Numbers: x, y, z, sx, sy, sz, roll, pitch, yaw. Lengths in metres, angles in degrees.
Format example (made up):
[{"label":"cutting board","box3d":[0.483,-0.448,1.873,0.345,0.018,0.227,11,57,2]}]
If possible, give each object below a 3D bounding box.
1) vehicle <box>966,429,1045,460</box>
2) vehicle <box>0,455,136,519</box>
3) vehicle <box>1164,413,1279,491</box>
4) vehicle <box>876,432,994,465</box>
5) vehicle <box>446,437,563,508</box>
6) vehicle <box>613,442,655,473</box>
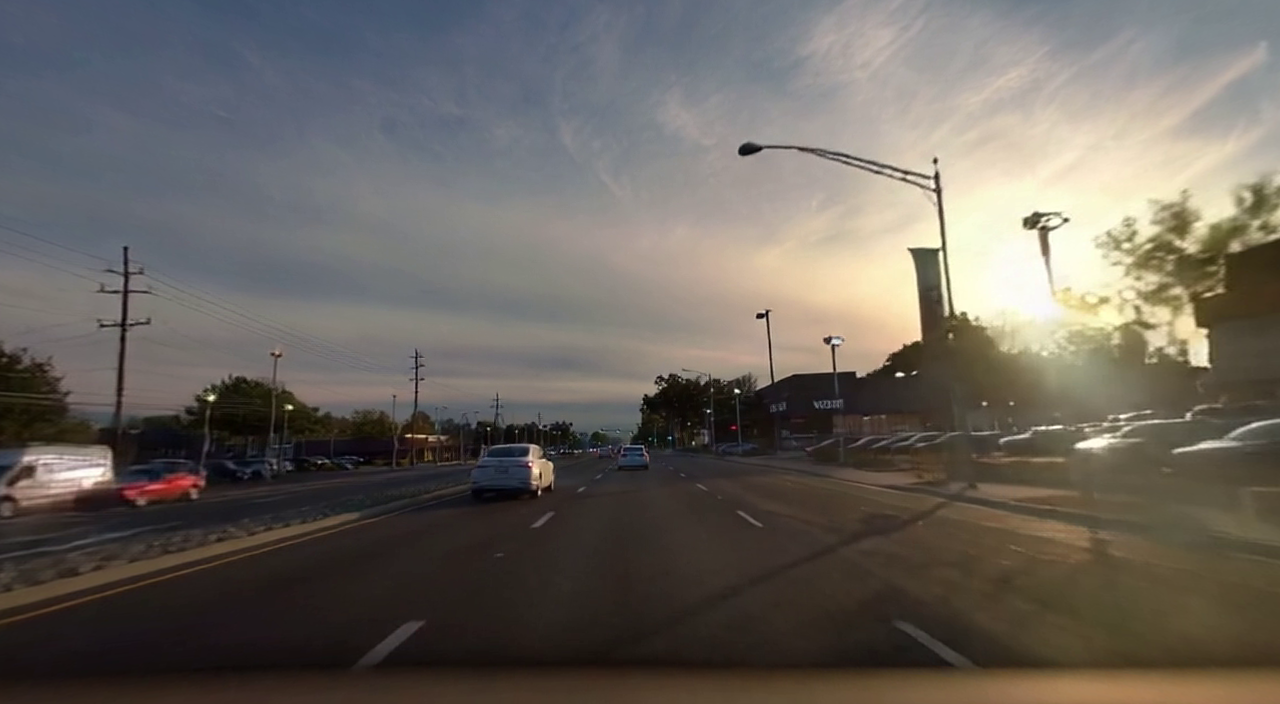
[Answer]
[{"label":"vehicle","box3d":[19.185,4.897,33.267,1.813,1.503,3.864,0,-9,0]},{"label":"vehicle","box3d":[-23.087,5.046,24.202,2.416,2.082,6.190,0,-9,-2]},{"label":"vehicle","box3d":[14.365,2.128,13.560,4.249,1.527,2.094,0,-9,-1]},{"label":"vehicle","box3d":[13.995,4.591,30.075,4.630,1.497,2.016,0,-9,0]},{"label":"vehicle","box3d":[-3.178,2.920,15.734,1.939,1.496,4.309,0,-9,0]},{"label":"vehicle","box3d":[-0.328,5.385,32.370,2.019,1.459,4.005,0,-9,-1]}]
